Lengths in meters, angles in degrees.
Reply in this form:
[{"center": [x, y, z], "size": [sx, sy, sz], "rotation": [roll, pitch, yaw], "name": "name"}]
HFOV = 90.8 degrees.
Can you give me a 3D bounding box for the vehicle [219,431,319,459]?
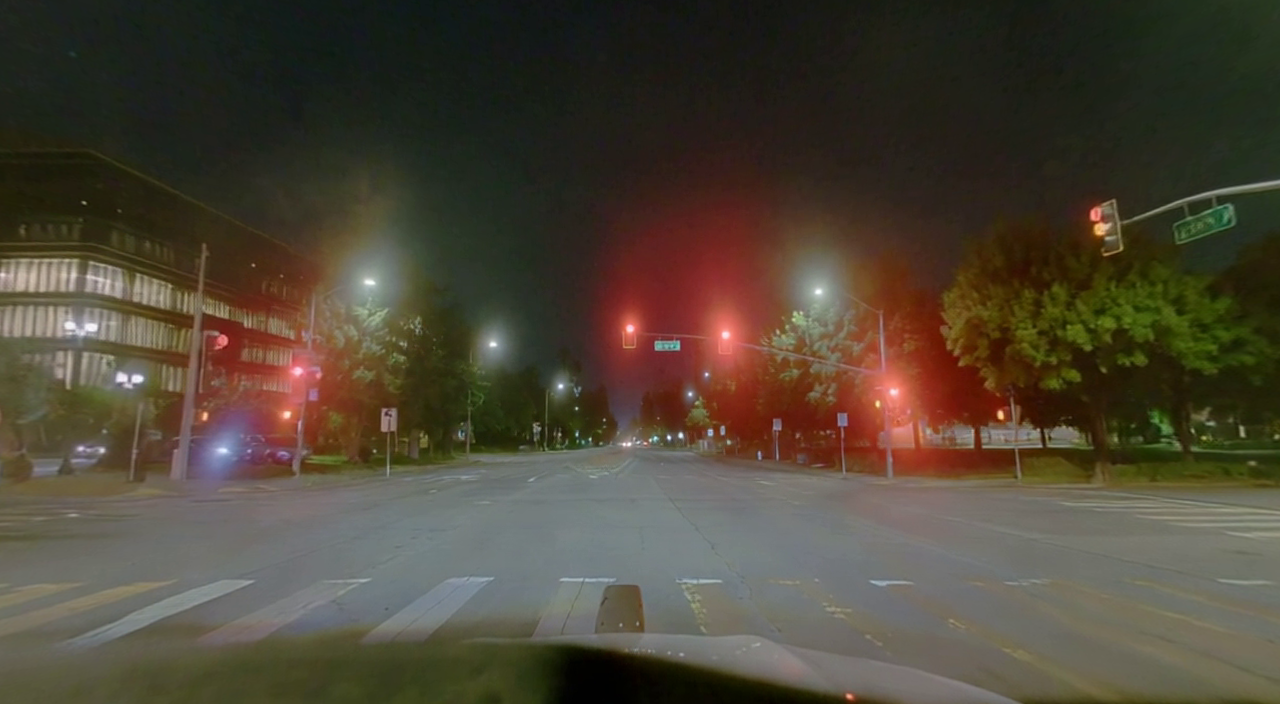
[{"center": [-22.386, 5.637, 38.249], "size": [4.765, 1.593, 1.891], "rotation": [1, -9, -7], "name": "vehicle"}]
